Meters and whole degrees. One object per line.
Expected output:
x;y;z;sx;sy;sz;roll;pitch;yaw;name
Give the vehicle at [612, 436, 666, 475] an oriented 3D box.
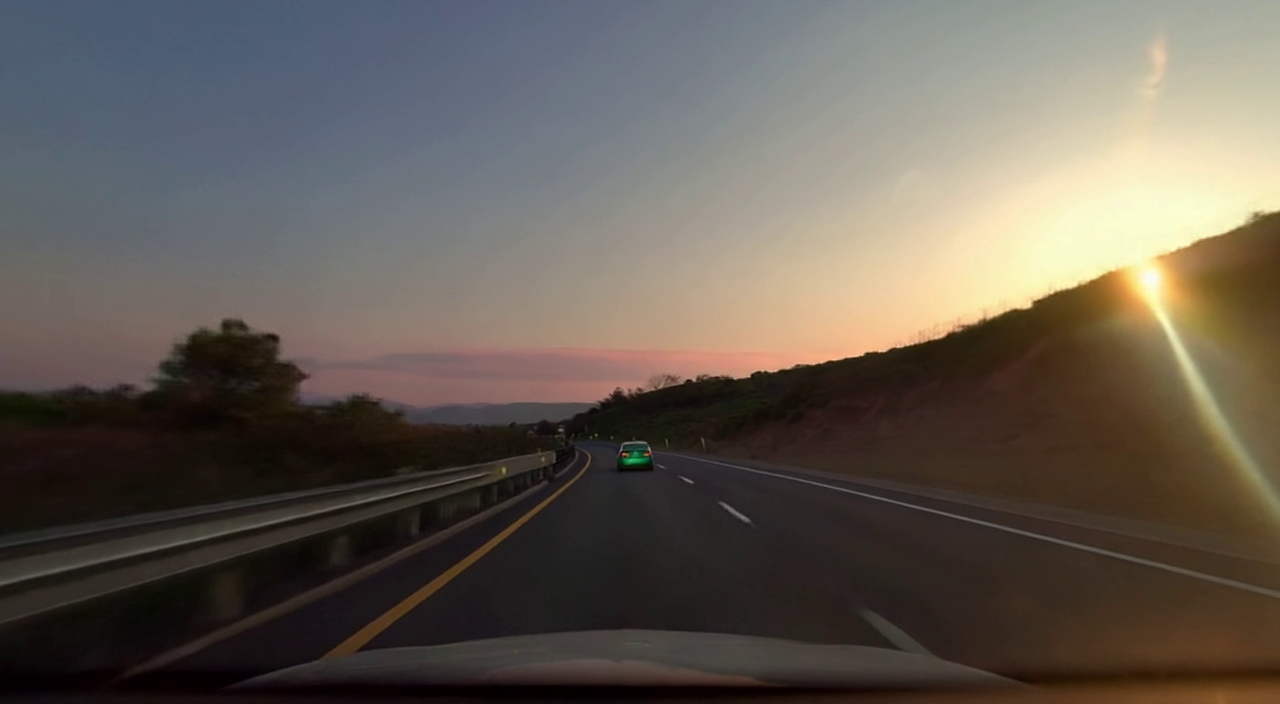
-0.145;4.263;26.240;2.029;1.474;4.183;0;-8;-3;vehicle
